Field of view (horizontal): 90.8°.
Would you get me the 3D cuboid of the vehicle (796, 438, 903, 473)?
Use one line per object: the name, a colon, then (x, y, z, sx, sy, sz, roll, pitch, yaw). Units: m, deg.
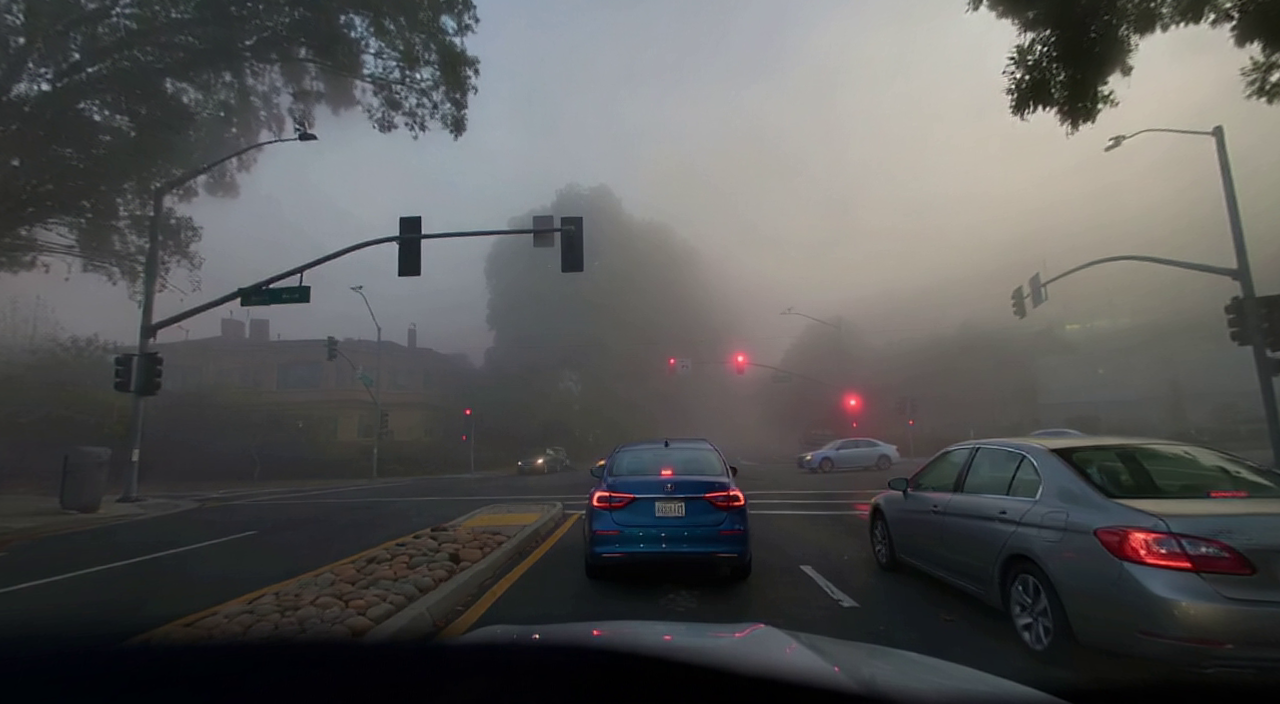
vehicle: (9.573, 4.712, 28.975, 4.229, 1.490, 1.854, 1, -9, -11)

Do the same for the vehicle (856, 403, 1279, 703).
vehicle: (3.657, 1.343, 5.445, 1.888, 1.486, 4.681, 0, -9, -1)

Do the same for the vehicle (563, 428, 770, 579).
vehicle: (0.300, 1.819, 8.333, 2.090, 1.505, 3.756, -1, -9, 1)

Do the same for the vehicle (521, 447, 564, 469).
vehicle: (-6.942, 7.585, 45.282, 2.093, 1.476, 4.278, -1, -9, 4)
